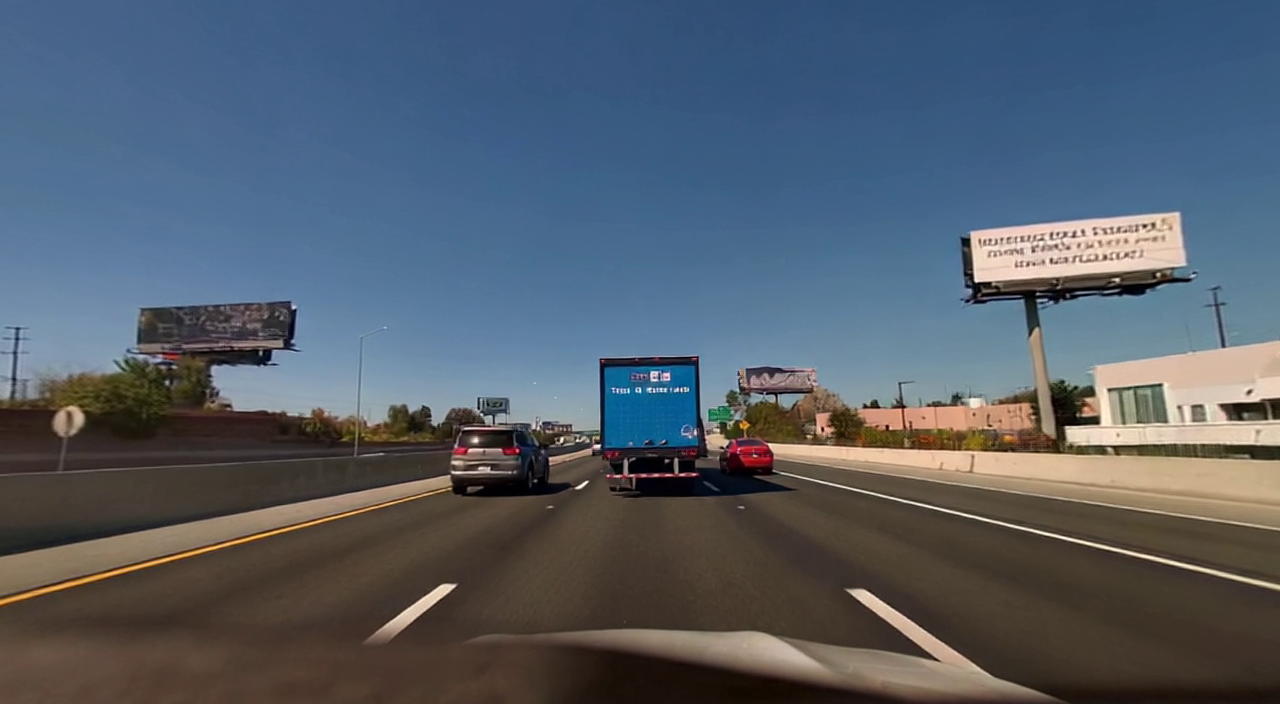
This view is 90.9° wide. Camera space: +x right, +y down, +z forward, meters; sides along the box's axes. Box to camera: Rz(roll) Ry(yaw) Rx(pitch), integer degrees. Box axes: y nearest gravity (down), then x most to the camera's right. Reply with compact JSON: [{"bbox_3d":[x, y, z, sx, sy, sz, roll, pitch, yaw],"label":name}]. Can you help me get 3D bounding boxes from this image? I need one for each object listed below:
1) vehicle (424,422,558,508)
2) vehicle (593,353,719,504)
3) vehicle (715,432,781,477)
[{"bbox_3d":[-3.488,2.741,15.748,2.133,1.808,4.349,-1,-8,2],"label":"vehicle"},{"bbox_3d":[0.423,2.264,18.087,2.733,3.296,8.571,0,-8,1],"label":"vehicle"},{"bbox_3d":[4.391,4.244,26.413,1.986,1.718,4.296,0,-8,0],"label":"vehicle"}]
